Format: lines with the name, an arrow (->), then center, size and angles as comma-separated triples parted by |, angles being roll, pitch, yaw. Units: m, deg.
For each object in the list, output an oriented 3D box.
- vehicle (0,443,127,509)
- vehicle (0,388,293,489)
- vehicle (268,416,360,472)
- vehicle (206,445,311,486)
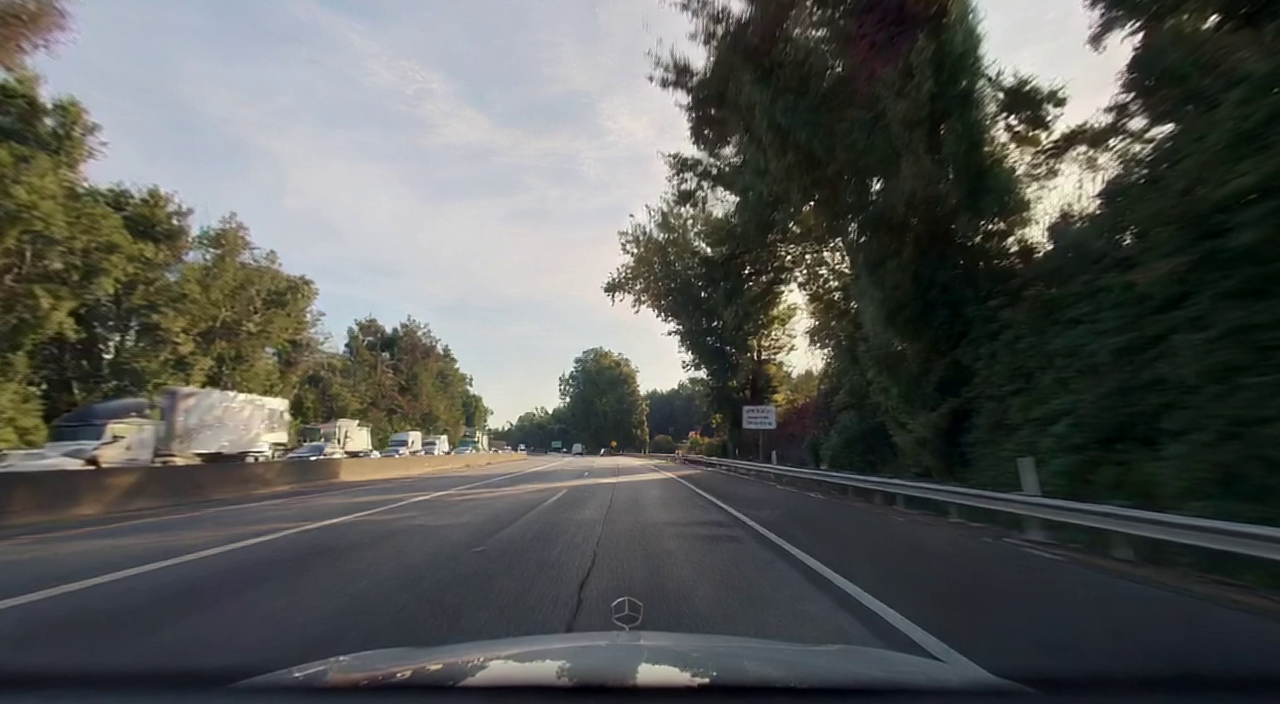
vehicle -> -16.293, 3.208, 16.606 | 1.897, 1.542, 4.336 | 0, -9, -1
vehicle -> -20.797, 3.980, 28.311 | 2.982, 3.454, 13.488 | 0, -9, -1
vehicle -> -21.529, 6.028, 42.032 | 2.624, 3.302, 6.257 | 3, -7, -1
vehicle -> -16.347, 4.860, 27.308 | 1.933, 1.572, 4.367 | -1, -9, -2
